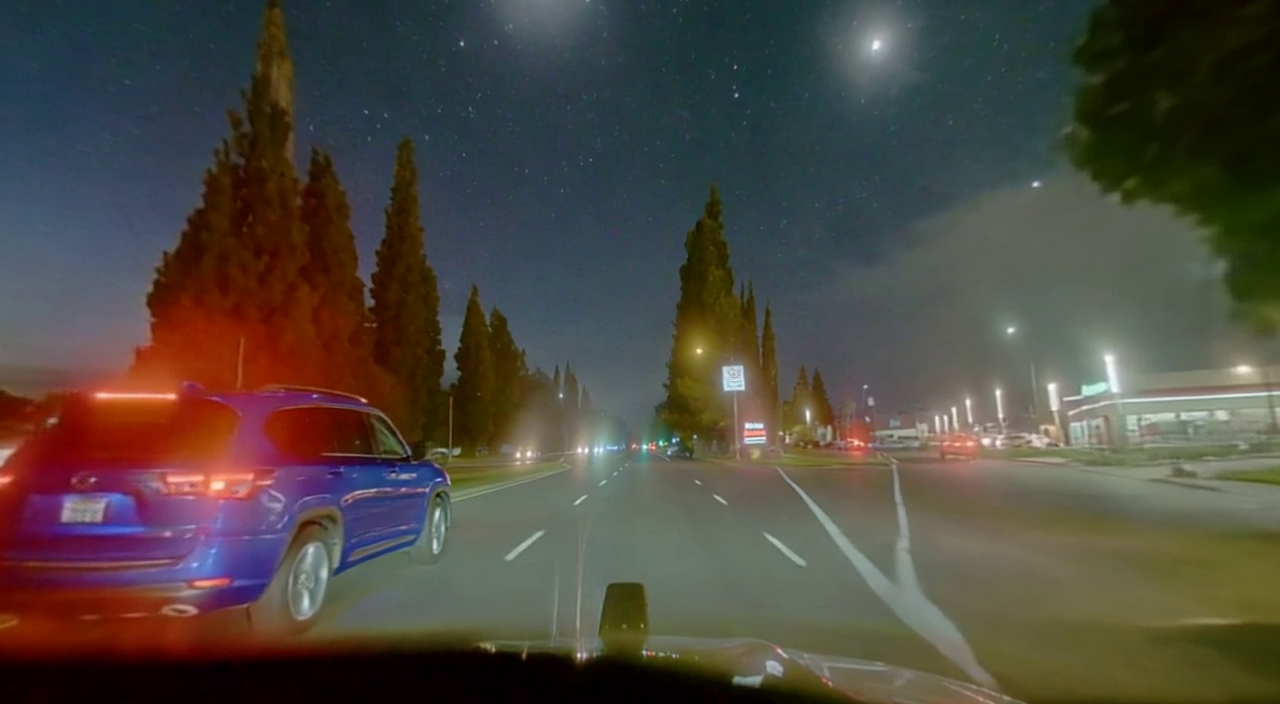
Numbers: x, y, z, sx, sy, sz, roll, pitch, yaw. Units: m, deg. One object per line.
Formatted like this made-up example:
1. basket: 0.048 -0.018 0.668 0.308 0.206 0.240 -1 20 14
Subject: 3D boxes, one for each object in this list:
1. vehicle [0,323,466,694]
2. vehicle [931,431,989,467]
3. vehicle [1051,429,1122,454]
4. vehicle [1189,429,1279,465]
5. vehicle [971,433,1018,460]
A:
1. vehicle: -3.304 1.149 5.712 2.152 1.987 4.527 0 -8 0
2. vehicle: 17.227 5.250 34.151 2.180 1.808 4.462 -3 -9 20
3. vehicle: 34.813 6.955 49.120 4.722 1.906 1.898 2 -9 -18
4. vehicle: 31.232 4.744 31.570 5.891 1.671 2.332 1 -9 -11
5. vehicle: 25.882 6.930 46.158 2.162 1.806 5.704 -4 -9 22
